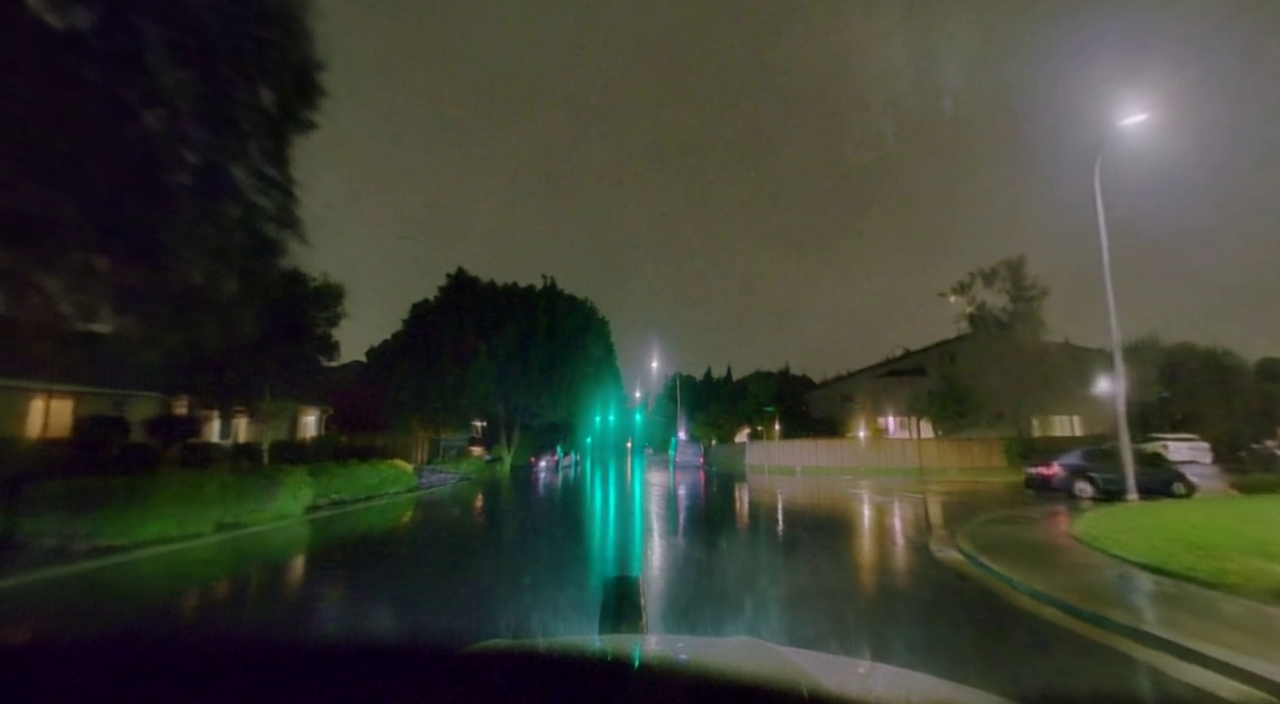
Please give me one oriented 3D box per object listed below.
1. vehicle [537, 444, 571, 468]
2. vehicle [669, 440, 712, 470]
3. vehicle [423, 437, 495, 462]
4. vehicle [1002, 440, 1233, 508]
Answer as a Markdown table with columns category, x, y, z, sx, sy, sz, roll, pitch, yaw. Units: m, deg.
| category | x | y | z | sx | sy | sz | roll | pitch | yaw |
| --- | --- | --- | --- | --- | --- | --- | --- | --- | --- |
| vehicle | -6.025 | 7.305 | 44.296 | 1.947 | 1.557 | 3.900 | 0 | -9 | -2 |
| vehicle | 3.143 | 6.506 | 39.820 | 2.140 | 1.749 | 4.369 | 1 | -9 | -3 |
| vehicle | -13.830 | 7.513 | 48.272 | 5.019 | 1.867 | 2.006 | 1 | -9 | -8 |
| vehicle | 12.596 | 3.162 | 16.717 | 4.708 | 1.527 | 2.113 | 0 | -8 | -10 |
